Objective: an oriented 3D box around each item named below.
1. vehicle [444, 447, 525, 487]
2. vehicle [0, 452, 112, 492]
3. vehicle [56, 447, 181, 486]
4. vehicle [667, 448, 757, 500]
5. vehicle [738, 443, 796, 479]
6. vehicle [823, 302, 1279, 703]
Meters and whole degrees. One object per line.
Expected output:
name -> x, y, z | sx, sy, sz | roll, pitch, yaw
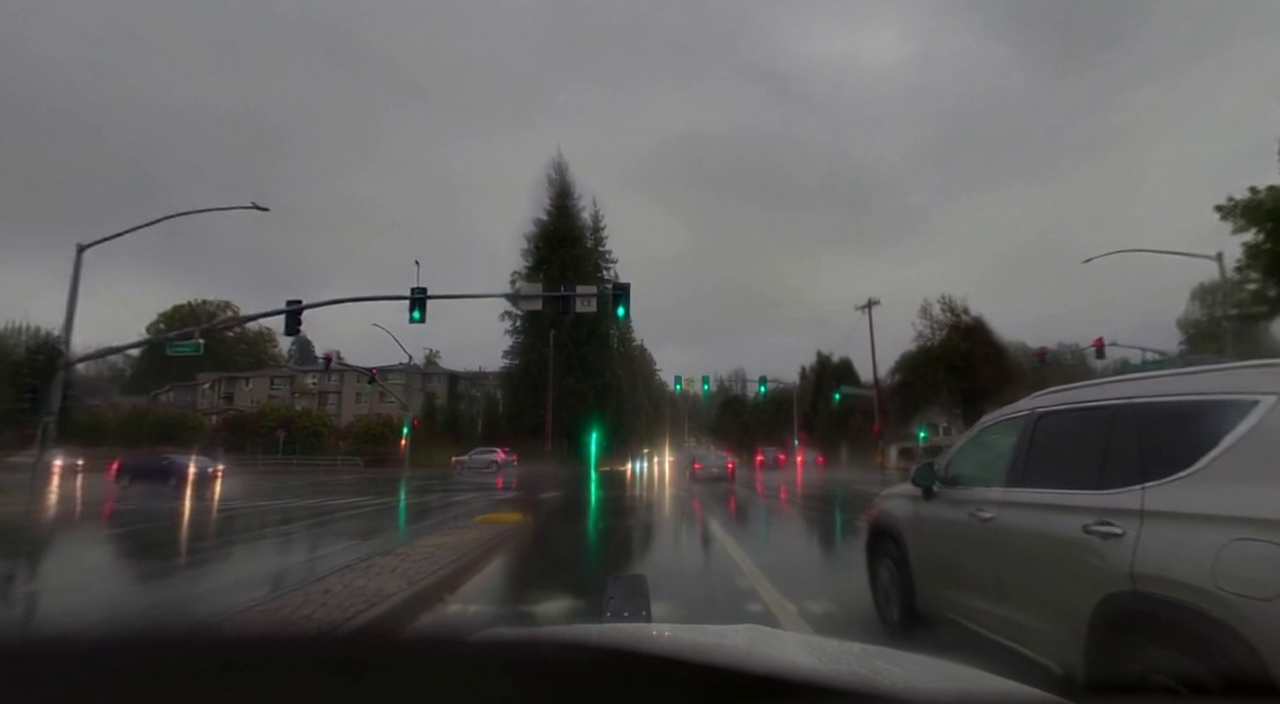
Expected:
vehicle -> -7.320, 5.300, 29.493 | 2.099, 1.705, 4.020 | 7, -11, -38
vehicle -> -26.271, 5.174, 27.387 | 4.724, 1.630, 1.968 | 0, -9, -3
vehicle -> -27.769, 6.104, 33.693 | 4.689, 1.734, 2.034 | 3, -8, -1
vehicle -> 2.222, 3.924, 20.806 | 2.009, 1.480, 4.423 | 1, -9, -7
vehicle -> 6.862, 5.955, 34.673 | 2.105, 1.830, 4.610 | 0, -9, -1
vehicle -> 2.776, 0.983, 3.330 | 2.115, 1.737, 4.642 | 0, -9, -1
